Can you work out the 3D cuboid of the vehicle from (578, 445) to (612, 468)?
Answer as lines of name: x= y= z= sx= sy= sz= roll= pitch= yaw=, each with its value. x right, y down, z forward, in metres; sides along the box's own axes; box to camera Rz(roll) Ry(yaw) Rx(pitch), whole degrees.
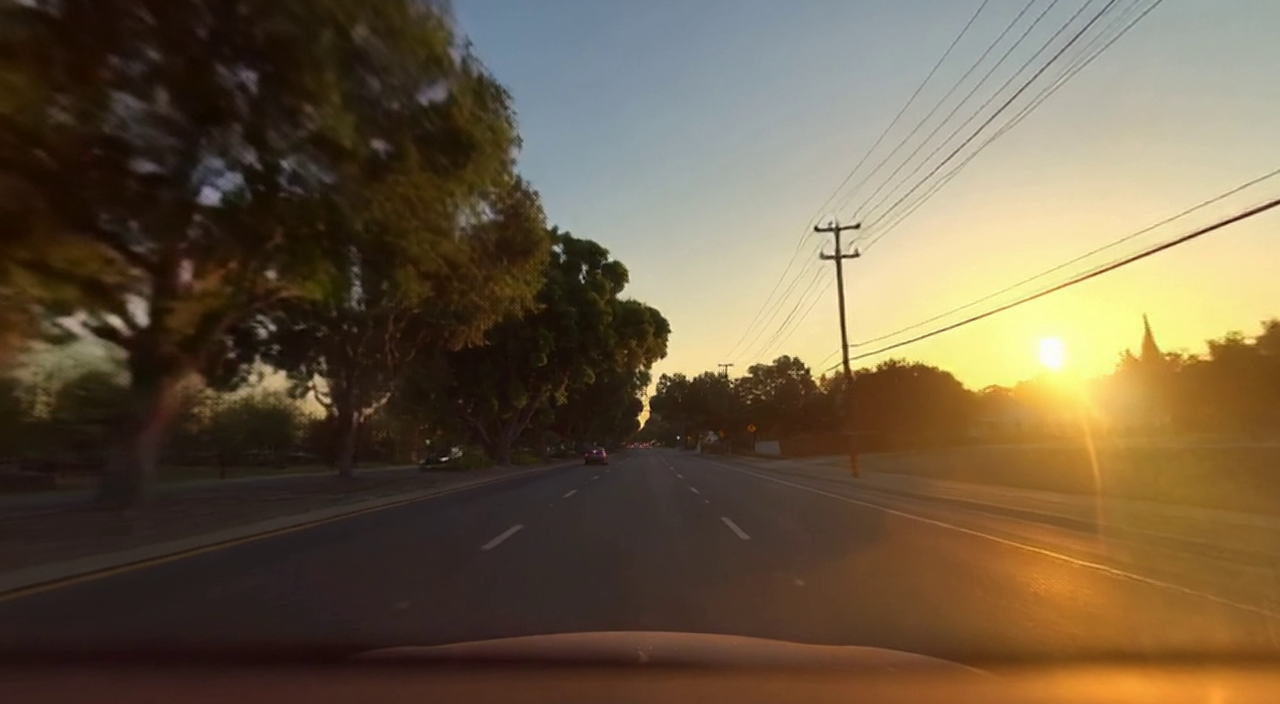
vehicle: x=-3.044 y=7.164 z=43.306 sx=2.007 sy=1.514 sz=4.049 roll=0 pitch=-9 yaw=1
